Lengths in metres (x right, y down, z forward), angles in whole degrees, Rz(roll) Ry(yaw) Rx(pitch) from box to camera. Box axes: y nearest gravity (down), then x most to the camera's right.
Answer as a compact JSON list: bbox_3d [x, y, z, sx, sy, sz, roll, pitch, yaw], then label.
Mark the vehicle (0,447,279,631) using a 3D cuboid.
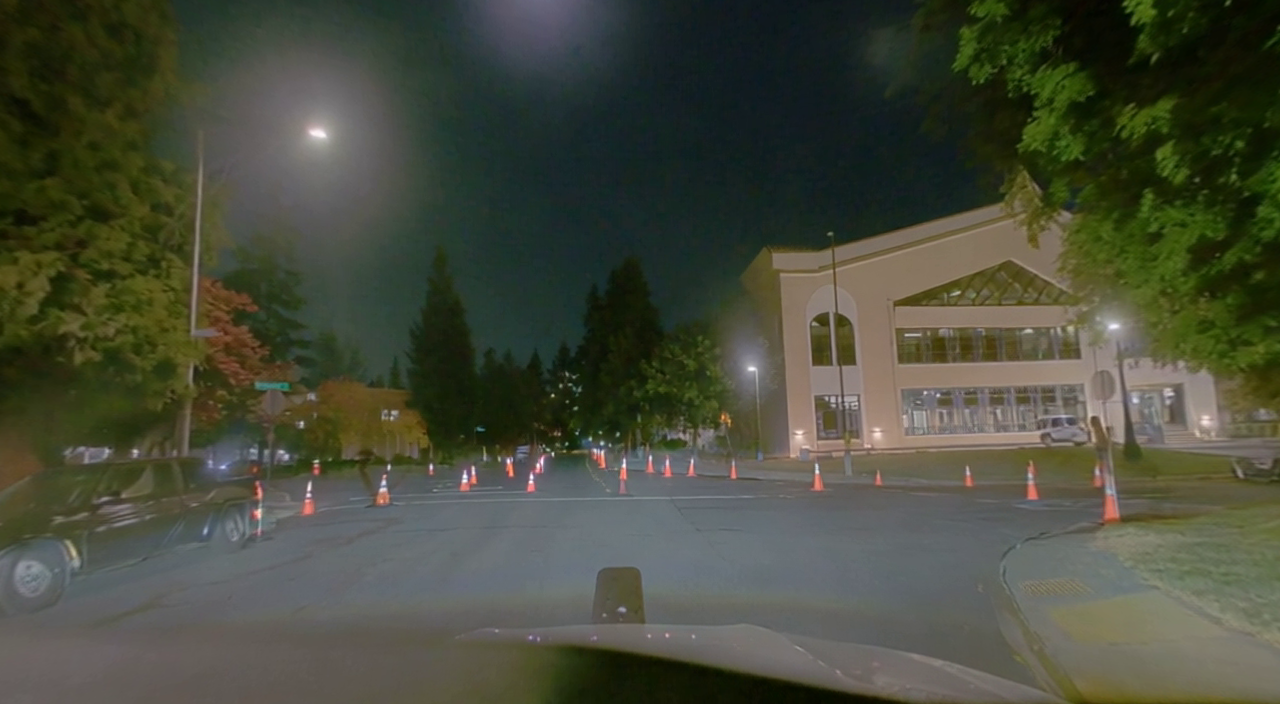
[{"bbox_3d":[-7.608,1.959,7.222,2.961,1.701,7.563,1,-9,-4],"label":"vehicle"}]
